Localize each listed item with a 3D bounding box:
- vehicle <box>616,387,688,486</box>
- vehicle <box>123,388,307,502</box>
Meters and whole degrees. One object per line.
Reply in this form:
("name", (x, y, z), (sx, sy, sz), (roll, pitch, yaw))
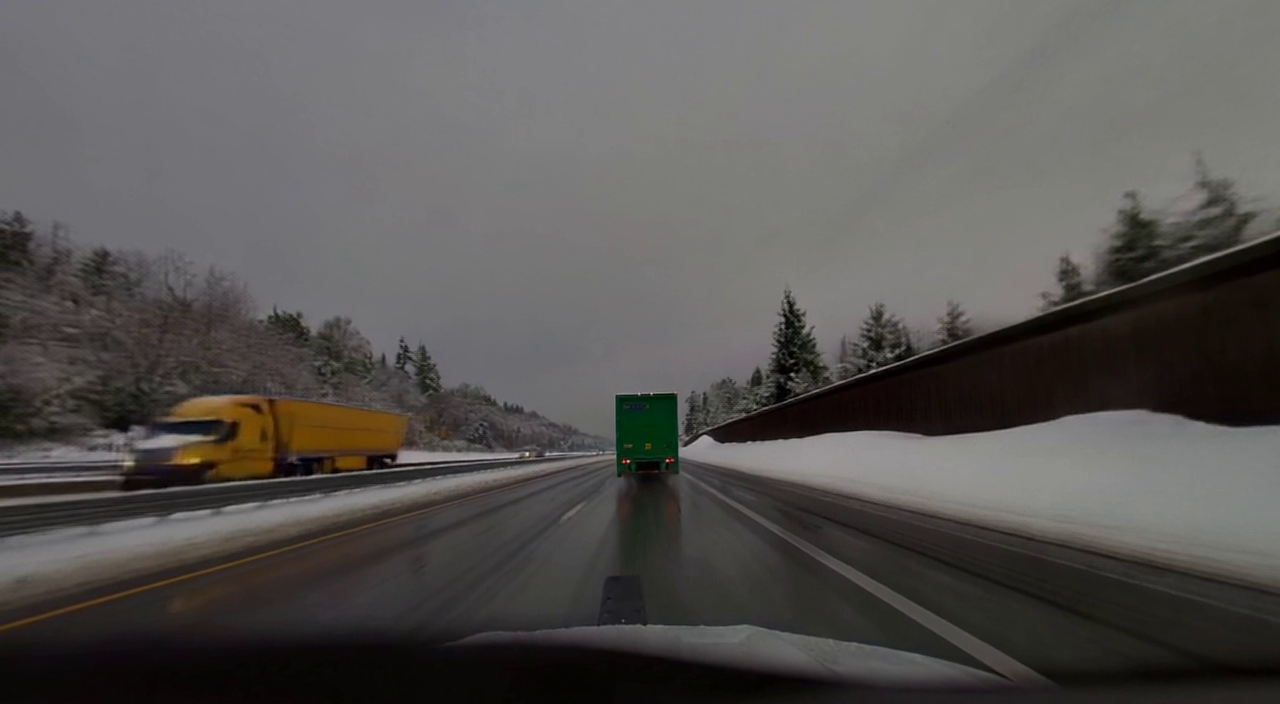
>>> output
("vehicle", (0.313, 4.155, 30.334), (2.900, 3.955, 10.151), (0, -9, -2))
("vehicle", (-16.503, 3.715, 25.120), (2.980, 3.948, 5.804), (0, -9, 1))
